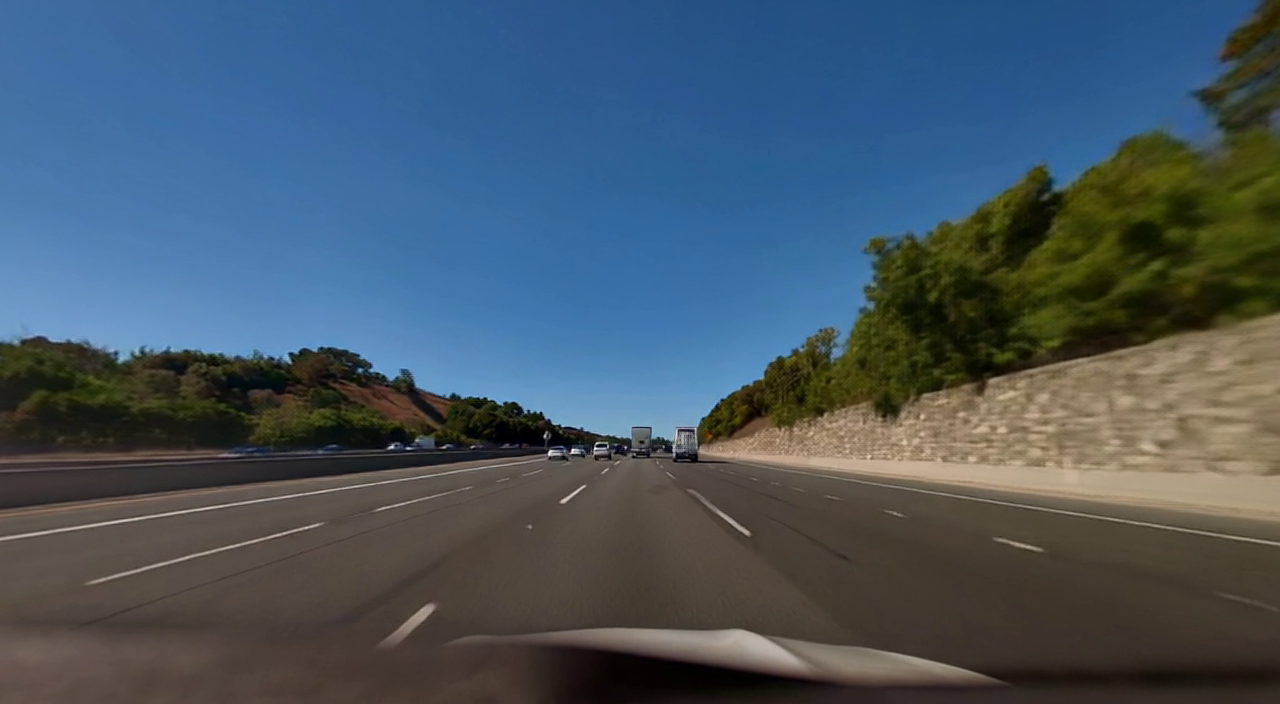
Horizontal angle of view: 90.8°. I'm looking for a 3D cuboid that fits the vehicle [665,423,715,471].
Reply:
[{"bbox_3d":[3.470,6.889,45.724,2.795,3.187,7.205,0,-9,-2],"label":"vehicle"}]
